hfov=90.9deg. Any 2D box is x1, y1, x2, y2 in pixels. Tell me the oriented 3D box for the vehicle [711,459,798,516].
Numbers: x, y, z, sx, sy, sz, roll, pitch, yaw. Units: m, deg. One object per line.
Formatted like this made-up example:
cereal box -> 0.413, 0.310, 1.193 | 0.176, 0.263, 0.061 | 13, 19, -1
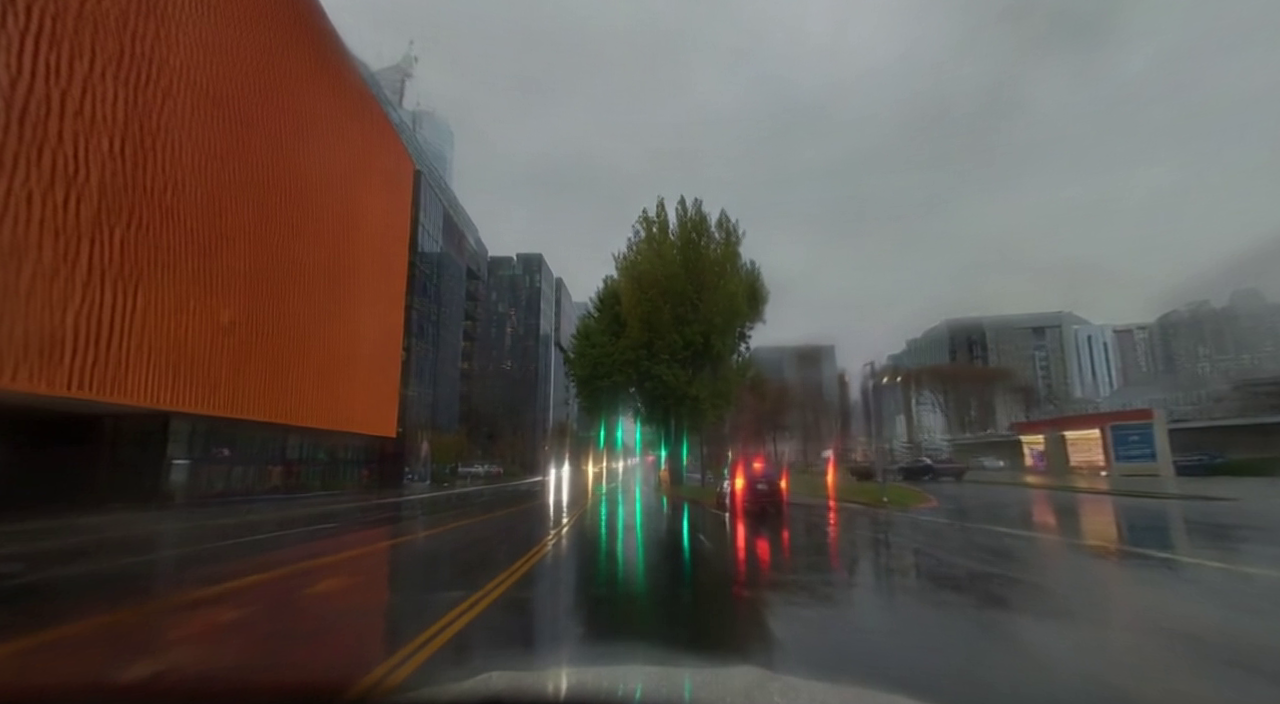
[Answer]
vehicle -> 3.227, 3.924, 18.532 | 1.899, 1.470, 3.666 | 0, -10, 1
